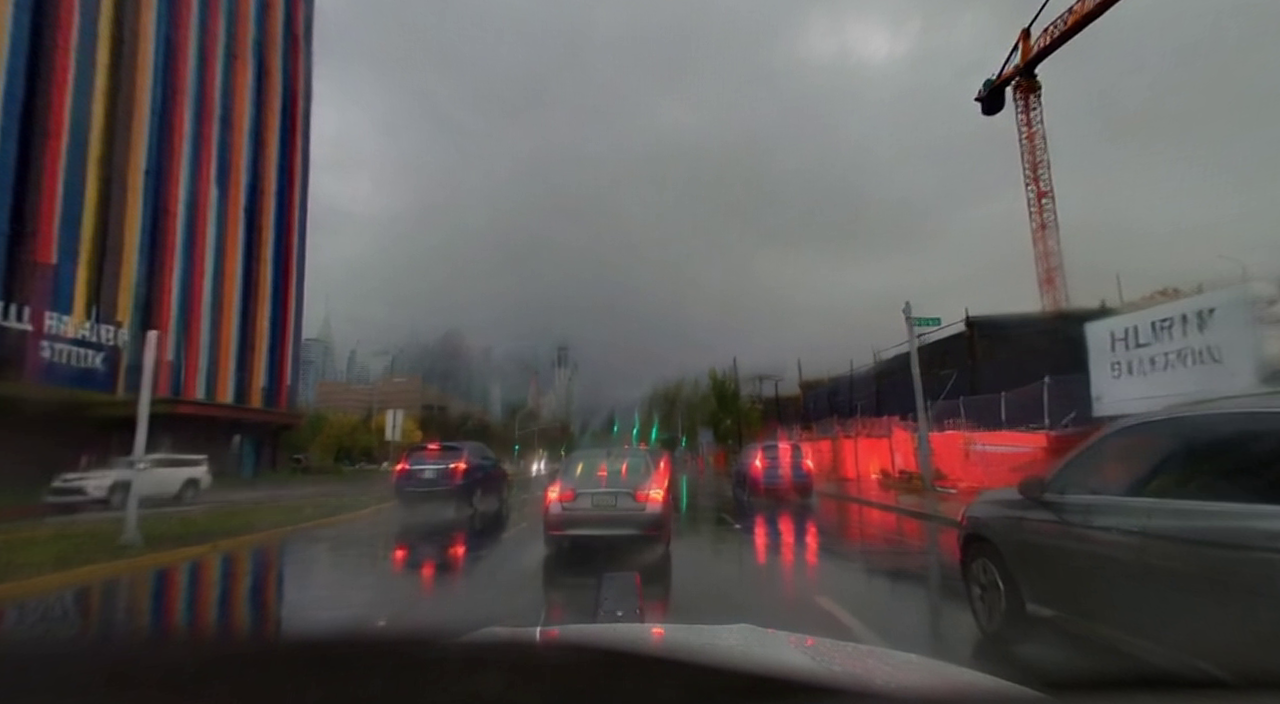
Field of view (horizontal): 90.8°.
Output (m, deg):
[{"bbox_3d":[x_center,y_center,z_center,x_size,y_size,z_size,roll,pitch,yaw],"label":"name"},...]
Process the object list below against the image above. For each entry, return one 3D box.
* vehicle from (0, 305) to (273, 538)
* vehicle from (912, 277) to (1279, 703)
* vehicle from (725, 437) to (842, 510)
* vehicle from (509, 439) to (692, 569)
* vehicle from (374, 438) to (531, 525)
[{"bbox_3d":[-9.116,1.310,11.469,2.592,3.548,3.414,-2,-9,3],"label":"vehicle"},{"bbox_3d":[3.429,0.784,2.761,2.182,1.954,5.341,0,-9,1],"label":"vehicle"},{"bbox_3d":[3.956,3.430,18.385,2.185,1.797,4.934,0,-9,-1],"label":"vehicle"},{"bbox_3d":[-0.432,2.092,9.524,2.131,1.496,4.193,0,-8,1],"label":"vehicle"},{"bbox_3d":[-4.089,2.885,14.707,2.201,1.691,4.305,0,-9,2],"label":"vehicle"}]
